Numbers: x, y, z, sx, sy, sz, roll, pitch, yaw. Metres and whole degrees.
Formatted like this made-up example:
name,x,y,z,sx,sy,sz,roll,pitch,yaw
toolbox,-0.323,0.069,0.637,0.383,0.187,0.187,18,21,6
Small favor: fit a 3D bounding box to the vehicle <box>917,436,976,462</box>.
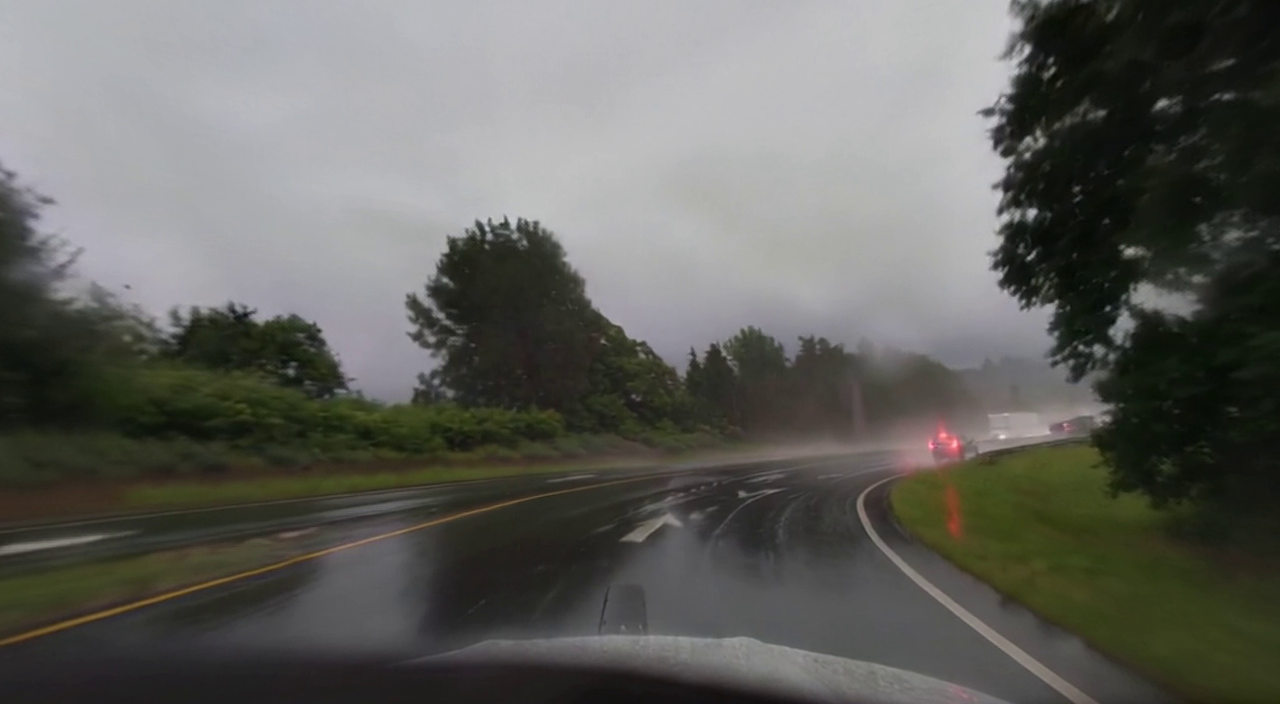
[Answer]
name,x,y,z,sx,sy,sz,roll,pitch,yaw
vehicle,17.769,5.615,36.440,3.645,1.427,1.807,8,-12,-43
